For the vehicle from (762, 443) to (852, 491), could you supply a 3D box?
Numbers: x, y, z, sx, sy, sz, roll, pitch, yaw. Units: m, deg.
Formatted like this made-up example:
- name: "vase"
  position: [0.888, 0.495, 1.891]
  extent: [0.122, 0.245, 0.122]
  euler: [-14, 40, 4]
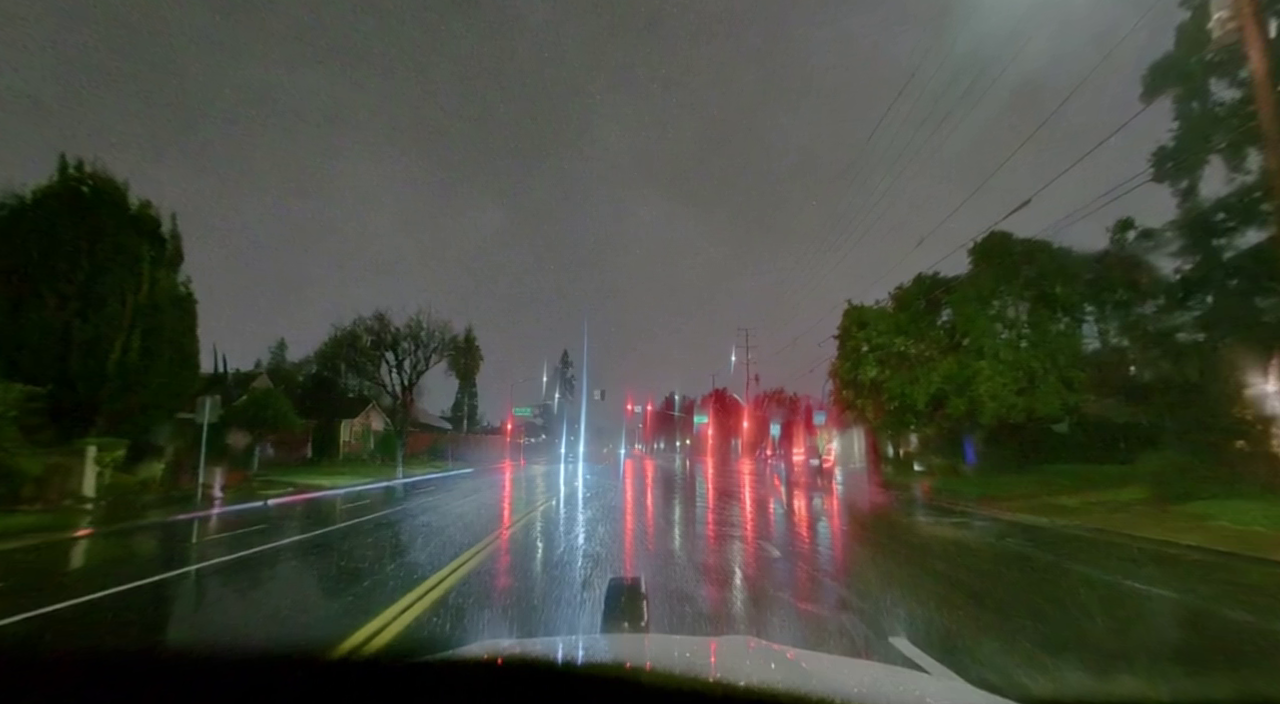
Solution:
- name: "vehicle"
  position: [5.713, 3.954, 22.134]
  extent: [2.040, 1.475, 4.389]
  euler: [0, -8, 1]

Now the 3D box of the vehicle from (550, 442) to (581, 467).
- name: "vehicle"
  position: [-5.641, 7.854, 48.371]
  extent: [2.012, 1.778, 4.990]
  euler: [0, -8, -3]
